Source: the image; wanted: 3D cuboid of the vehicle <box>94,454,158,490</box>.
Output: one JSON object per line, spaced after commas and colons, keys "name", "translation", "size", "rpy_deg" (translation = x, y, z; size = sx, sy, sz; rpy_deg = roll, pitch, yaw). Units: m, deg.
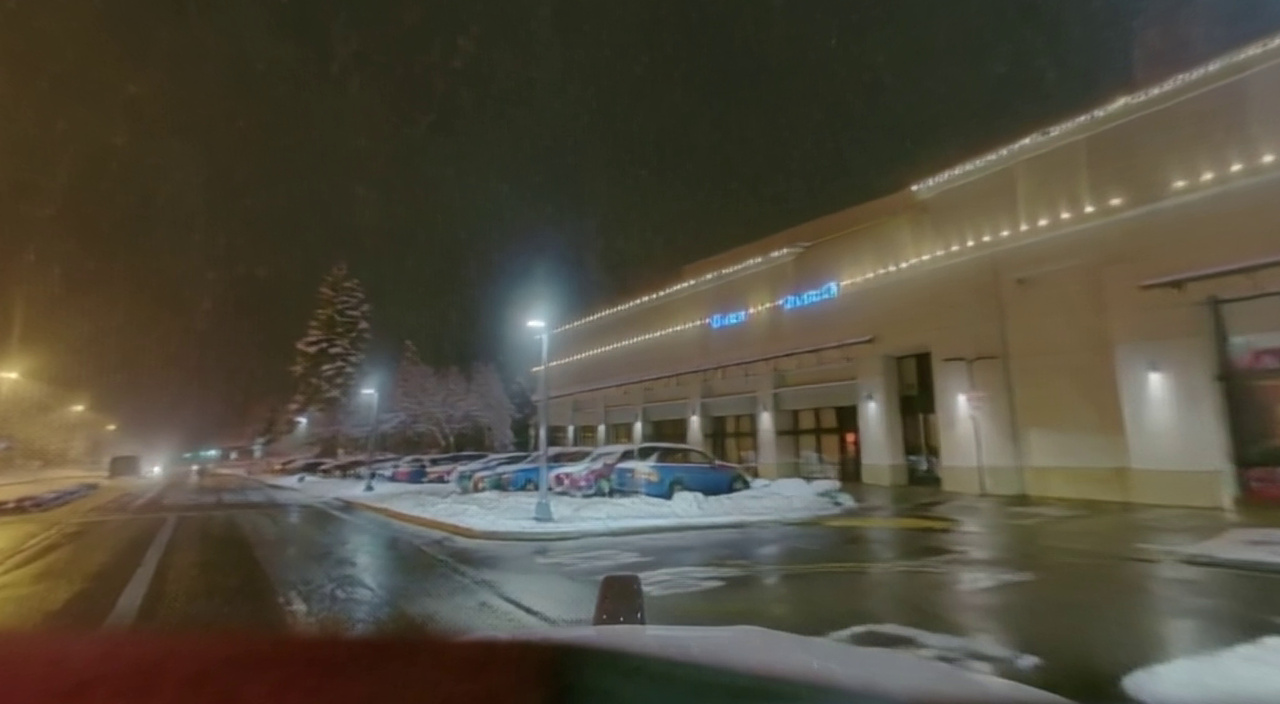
{"name": "vehicle", "translation": [-28.916, 6.724, 35.710], "size": [2.180, 1.806, 4.541], "rpy_deg": [5, -10, -32]}
